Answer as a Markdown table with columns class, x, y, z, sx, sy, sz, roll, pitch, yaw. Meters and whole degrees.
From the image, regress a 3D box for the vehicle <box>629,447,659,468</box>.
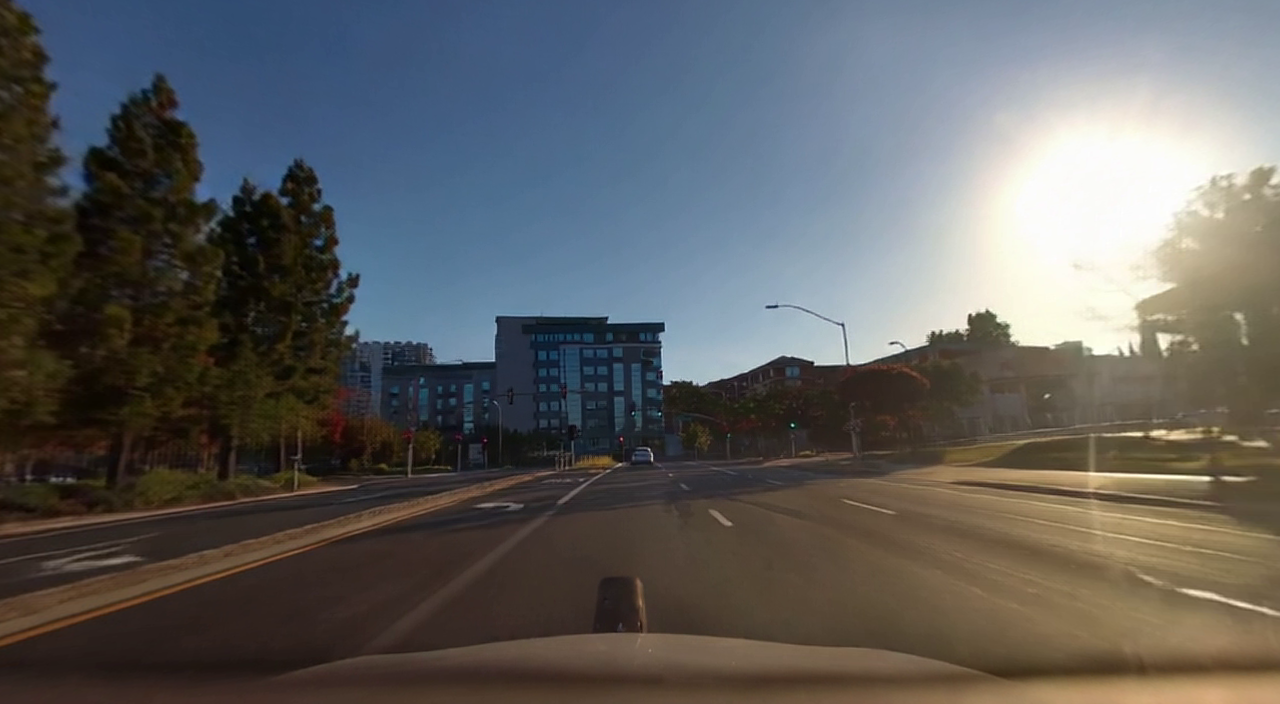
| class | x | y | z | sx | sy | sz | roll | pitch | yaw |
| --- | --- | --- | --- | --- | --- | --- | --- | --- | --- |
| vehicle | 0.295 | 7.542 | 45.167 | 2.064 | 1.477 | 3.968 | 0 | -9 | 1 |
